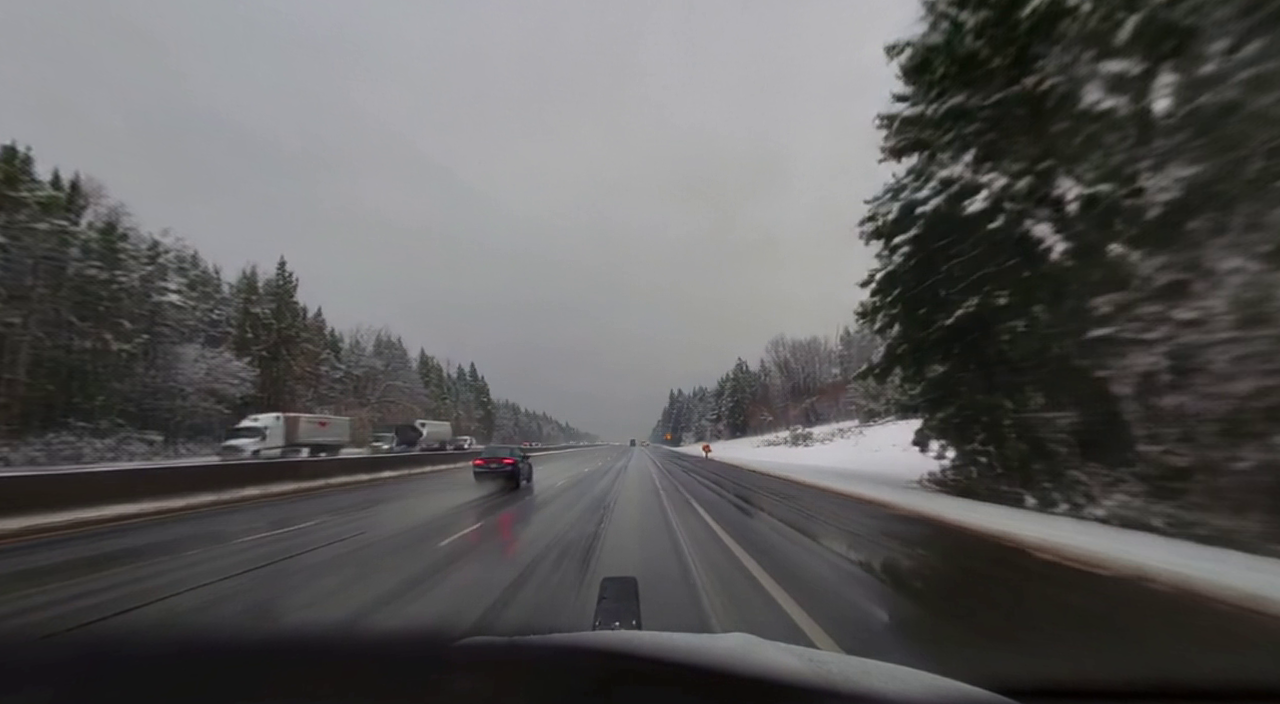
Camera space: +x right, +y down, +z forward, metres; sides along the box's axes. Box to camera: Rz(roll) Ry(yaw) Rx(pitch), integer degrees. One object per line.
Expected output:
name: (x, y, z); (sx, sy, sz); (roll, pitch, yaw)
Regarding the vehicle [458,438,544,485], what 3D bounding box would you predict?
vehicle: (-4.782, 3.808, 22.289); (2.004, 1.497, 4.260); (0, -8, 1)
